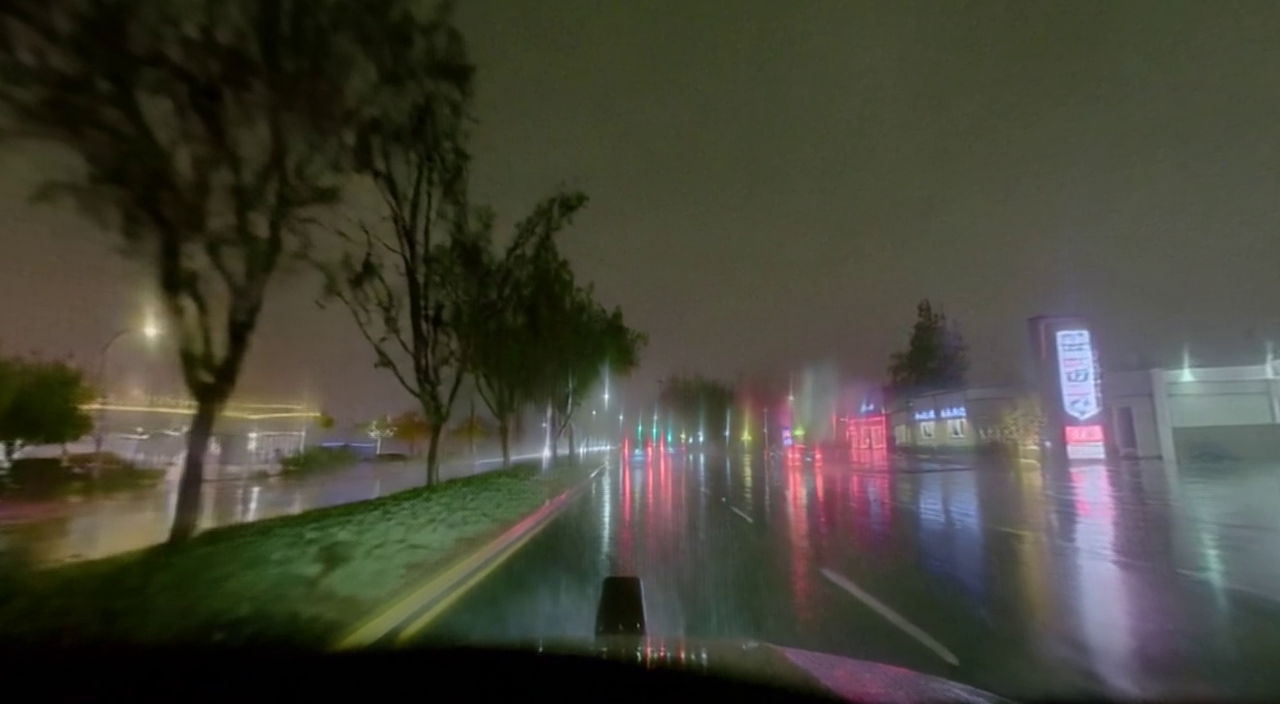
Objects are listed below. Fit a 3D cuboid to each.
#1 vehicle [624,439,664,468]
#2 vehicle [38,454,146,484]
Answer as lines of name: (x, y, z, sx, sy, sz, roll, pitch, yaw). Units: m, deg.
vehicle: (0.166, 5.428, 33.733, 1.998, 1.452, 3.773, 0, -8, -1)
vehicle: (-31.099, 6.632, 35.948, 1.873, 1.513, 5.019, -3, -9, -3)
